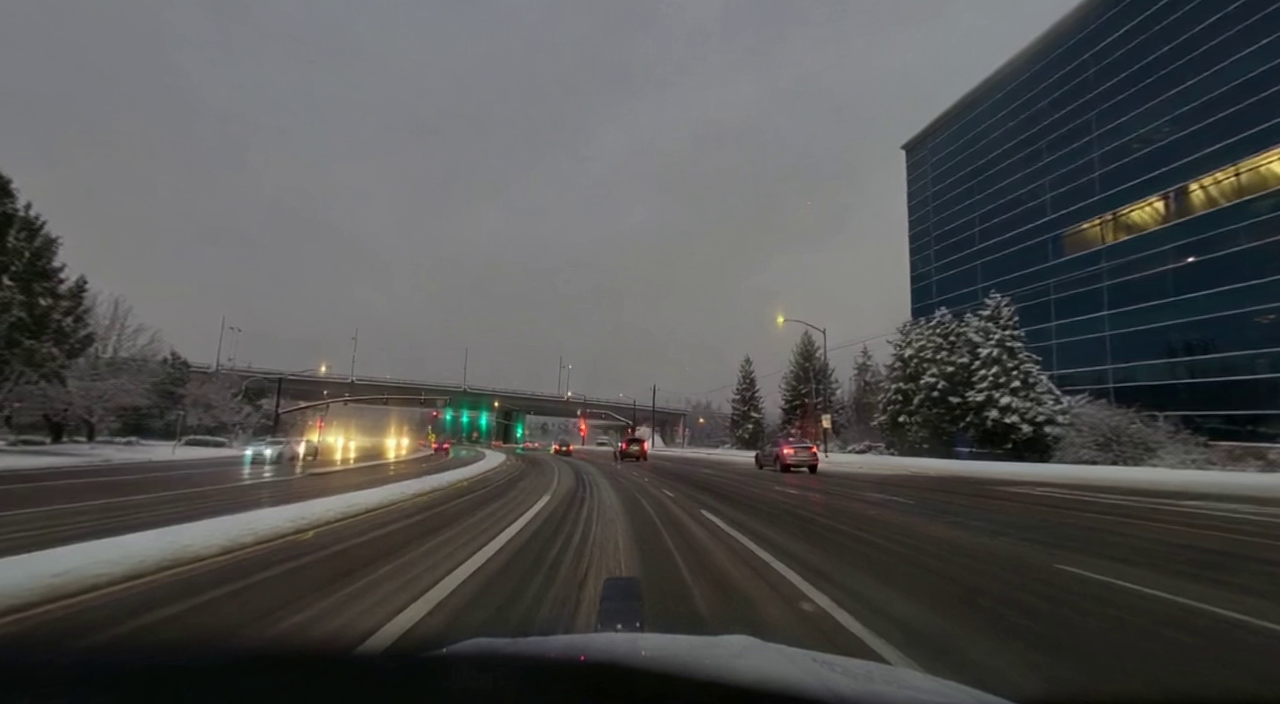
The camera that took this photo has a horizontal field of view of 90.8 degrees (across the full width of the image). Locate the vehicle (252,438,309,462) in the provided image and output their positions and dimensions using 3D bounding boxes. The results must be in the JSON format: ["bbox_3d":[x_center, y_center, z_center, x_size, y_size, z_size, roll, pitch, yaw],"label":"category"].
[{"bbox_3d":[-24.454,6.693,43.097,1.910,1.510,4.324,1,-9,-9],"label":"vehicle"}]

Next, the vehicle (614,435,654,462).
[{"bbox_3d":[-0.447,6.536,42.720,2.024,1.724,3.928,1,-9,-10],"label":"vehicle"}]

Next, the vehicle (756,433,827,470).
[{"bbox_3d":[7.629,5.062,32.356,2.130,1.741,4.665,1,-8,-5],"label":"vehicle"}]
